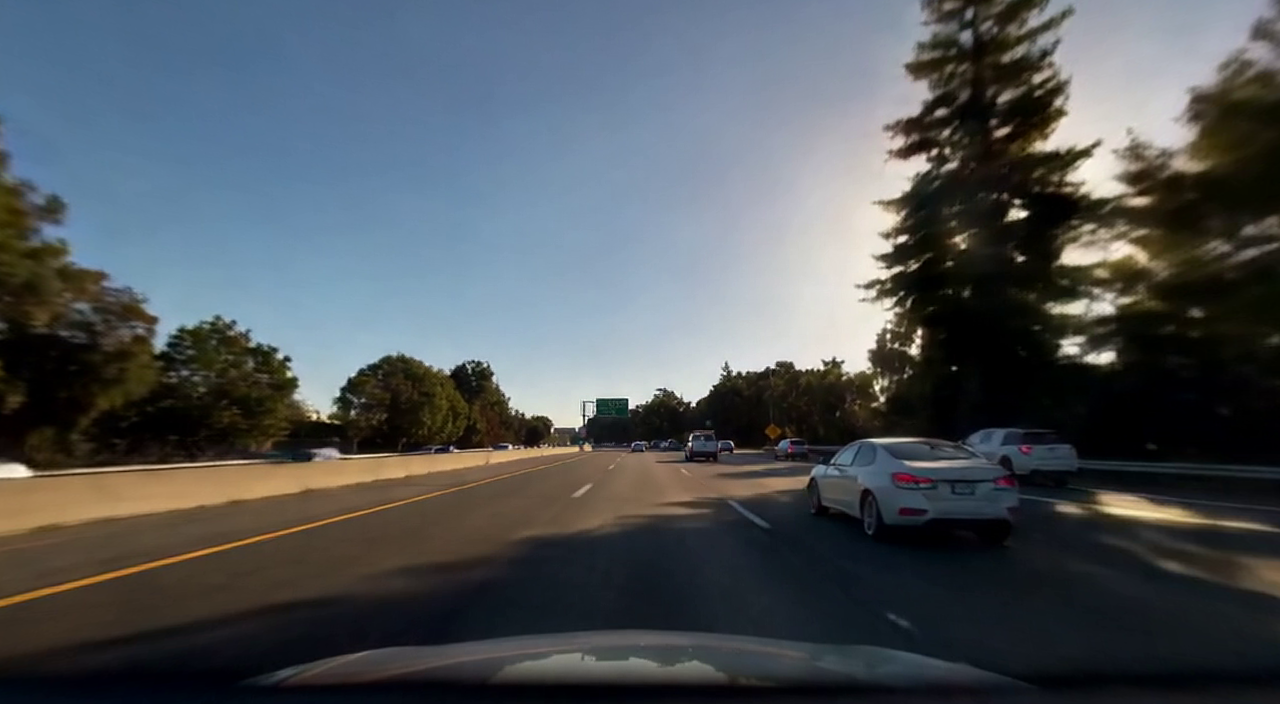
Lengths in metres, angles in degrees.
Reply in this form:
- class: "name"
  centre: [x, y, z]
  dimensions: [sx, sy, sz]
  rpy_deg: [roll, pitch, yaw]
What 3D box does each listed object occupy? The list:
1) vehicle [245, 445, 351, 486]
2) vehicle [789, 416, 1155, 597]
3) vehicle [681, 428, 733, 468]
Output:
- class: "vehicle"
  centre: [-13.978, 4.627, 26.117]
  dimensions: [1.798, 1.486, 4.486]
  rpy_deg: [-1, -8, 1]
- class: "vehicle"
  centre: [3.422, 1.671, 7.842]
  dimensions: [1.978, 1.535, 4.705]
  rpy_deg: [0, -8, 0]
- class: "vehicle"
  centre: [3.570, 5.284, 34.809]
  dimensions: [2.218, 1.964, 5.662]
  rpy_deg: [0, -8, -1]
